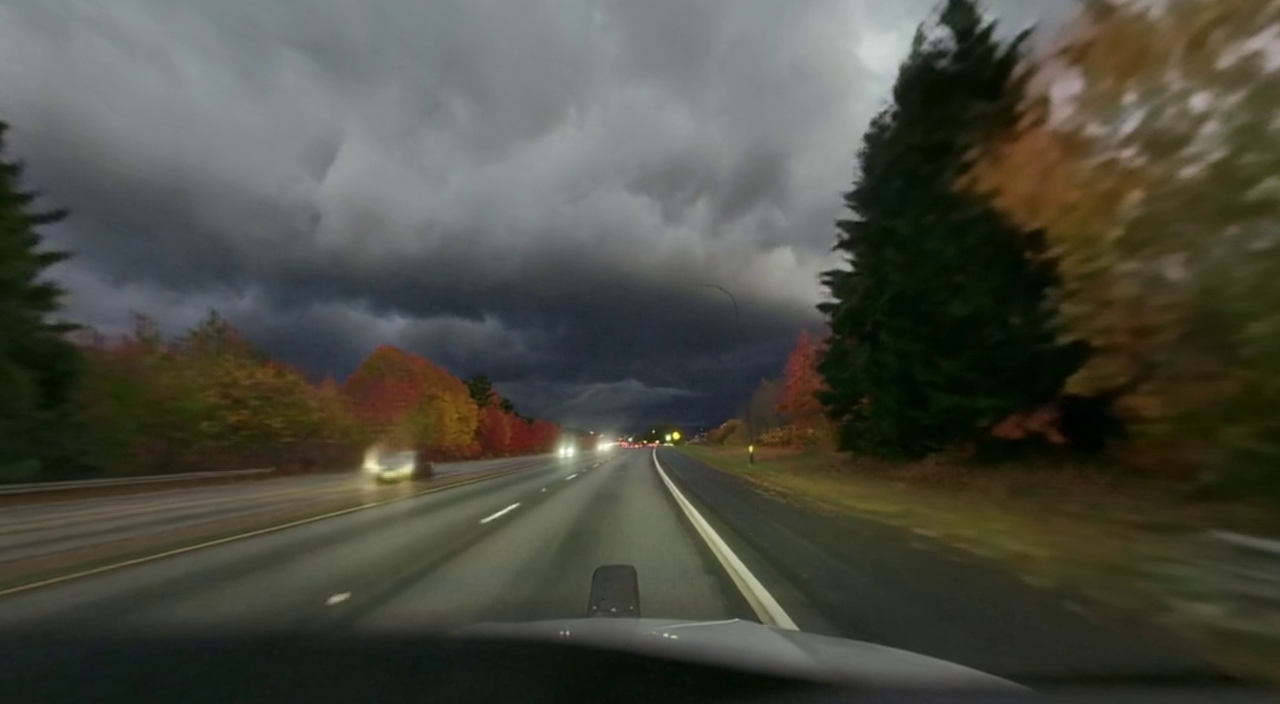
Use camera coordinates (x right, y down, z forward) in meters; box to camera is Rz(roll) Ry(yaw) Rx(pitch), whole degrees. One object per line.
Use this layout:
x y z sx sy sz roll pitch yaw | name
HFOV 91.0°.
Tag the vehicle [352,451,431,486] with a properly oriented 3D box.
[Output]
-11.312 5.312 28.971 1.907 1.419 4.111 -1 -8 1 | vehicle
